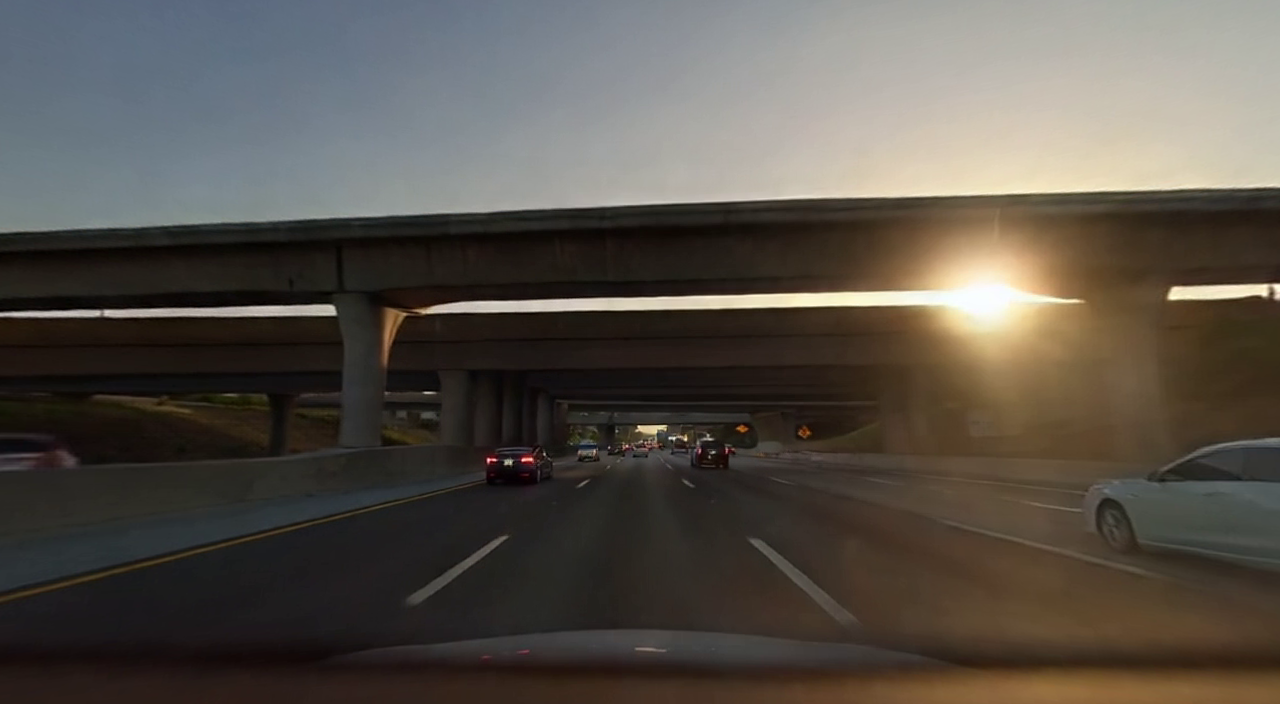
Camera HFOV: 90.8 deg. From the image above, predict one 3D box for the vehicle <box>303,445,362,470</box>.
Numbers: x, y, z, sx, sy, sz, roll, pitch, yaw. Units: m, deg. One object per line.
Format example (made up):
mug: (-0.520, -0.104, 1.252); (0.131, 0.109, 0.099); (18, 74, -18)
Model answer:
vehicle: (-18.995, 6.504, 39.179); (1.827, 1.458, 4.088); (0, -8, -3)

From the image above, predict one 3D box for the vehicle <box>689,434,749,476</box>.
vehicle: (3.468, 4.628, 28.551); (2.072, 1.761, 4.242); (0, -8, -2)

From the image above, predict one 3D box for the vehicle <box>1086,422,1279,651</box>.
vehicle: (5.149, 1.143, 3.720); (1.989, 1.472, 4.322); (0, -8, 2)

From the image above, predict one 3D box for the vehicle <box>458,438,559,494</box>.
vehicle: (-3.868, 3.442, 19.462); (1.997, 1.476, 4.703); (0, -8, 1)
